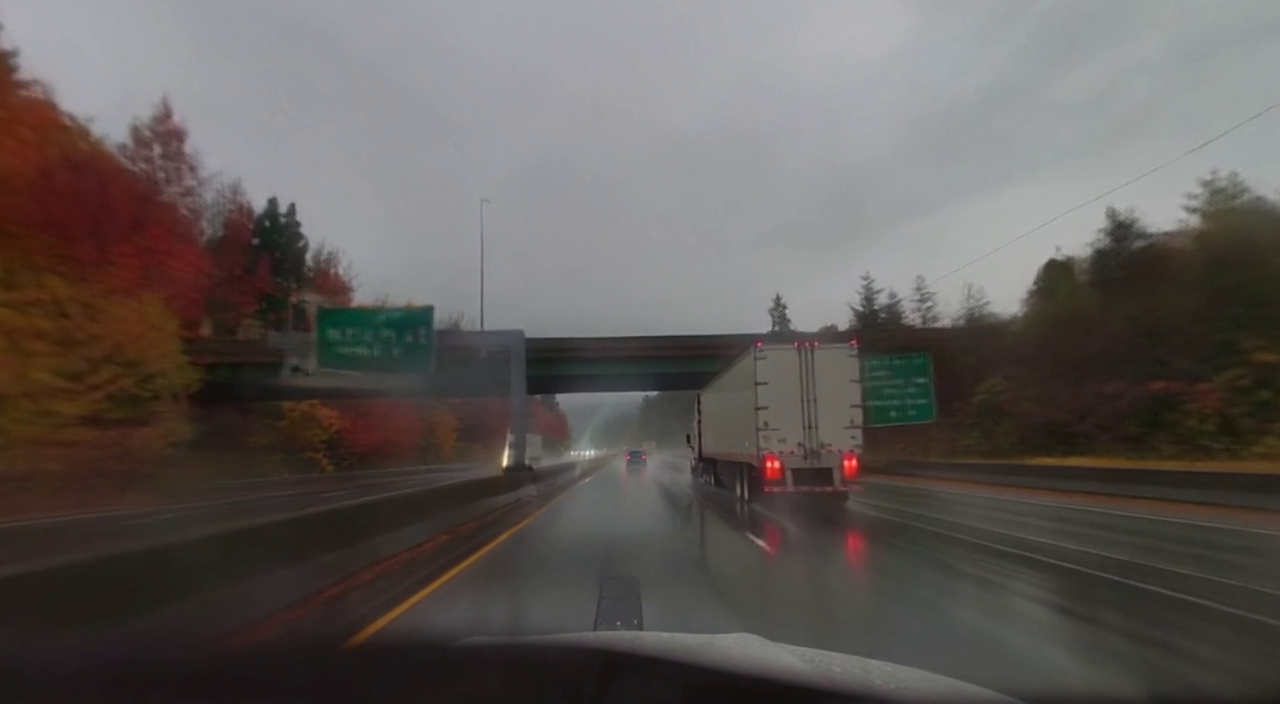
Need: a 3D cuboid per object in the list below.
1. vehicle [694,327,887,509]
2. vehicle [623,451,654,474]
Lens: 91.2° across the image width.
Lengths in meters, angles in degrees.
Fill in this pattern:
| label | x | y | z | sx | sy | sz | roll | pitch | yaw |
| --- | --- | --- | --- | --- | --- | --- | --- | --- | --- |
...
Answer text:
| label | x | y | z | sx | sy | sz | roll | pitch | yaw |
| --- | --- | --- | --- | --- | --- | --- | --- | --- | --- |
| vehicle | 4.121 | 2.659 | 21.885 | 2.956 | 4.281 | 14.327 | 0 | -9 | -1 |
| vehicle | -0.111 | 7.365 | 42.051 | 1.961 | 1.454 | 3.755 | 0 | -9 | 0 |
